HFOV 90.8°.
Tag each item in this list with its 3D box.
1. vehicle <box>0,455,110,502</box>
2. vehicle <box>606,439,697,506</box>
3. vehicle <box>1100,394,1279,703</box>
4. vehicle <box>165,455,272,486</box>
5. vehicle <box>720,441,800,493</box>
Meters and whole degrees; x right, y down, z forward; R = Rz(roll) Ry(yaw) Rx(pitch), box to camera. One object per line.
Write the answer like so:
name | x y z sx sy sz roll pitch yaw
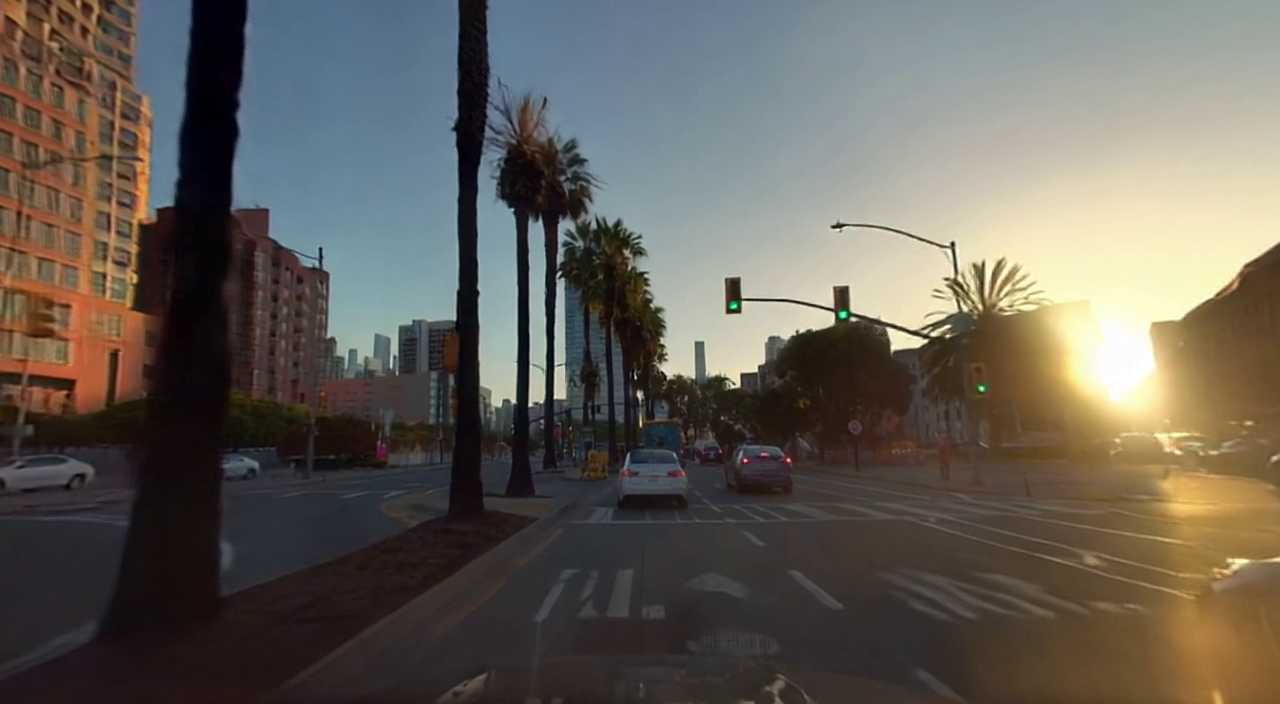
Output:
vehicle | -21.613 4.348 21.935 1.844 1.478 4.618 -2 -9 13
vehicle | 0.299 3.009 16.181 2.048 1.503 3.681 0 -9 1
vehicle | 3.519 0.723 1.239 1.920 1.490 4.417 0 -9 1
vehicle | -22.163 6.223 33.472 1.809 1.472 4.601 -2 -9 13
vehicle | 3.742 3.633 20.328 1.909 1.500 3.524 0 -9 1
